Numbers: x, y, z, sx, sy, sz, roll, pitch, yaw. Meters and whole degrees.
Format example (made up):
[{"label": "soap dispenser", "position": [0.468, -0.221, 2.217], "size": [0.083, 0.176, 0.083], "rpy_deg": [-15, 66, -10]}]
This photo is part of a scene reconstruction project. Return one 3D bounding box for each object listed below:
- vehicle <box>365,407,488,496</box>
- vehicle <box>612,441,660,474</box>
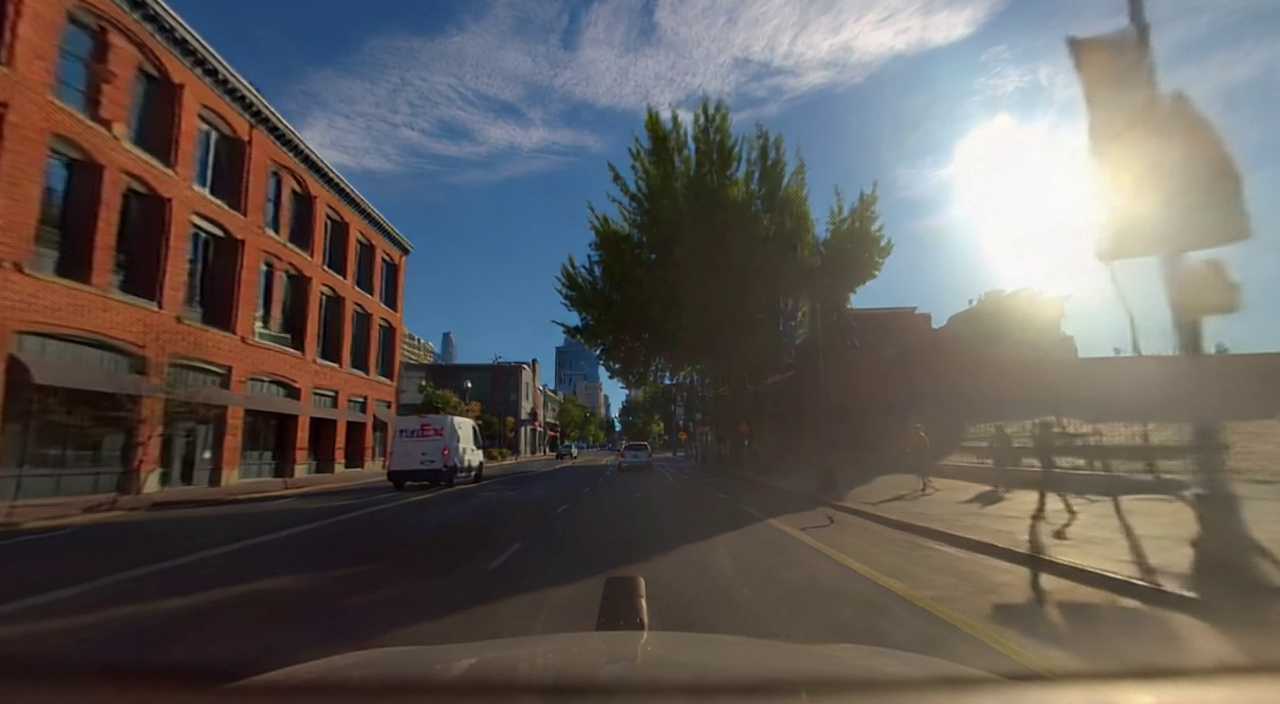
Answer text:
[{"label": "vehicle", "position": [-7.059, 3.376, 21.773], "size": [2.418, 2.620, 5.522], "rpy_deg": [-1, -8, -1]}, {"label": "vehicle", "position": [-0.266, 5.527, 33.349], "size": [2.356, 1.572, 4.810], "rpy_deg": [0, -8, -2]}]
